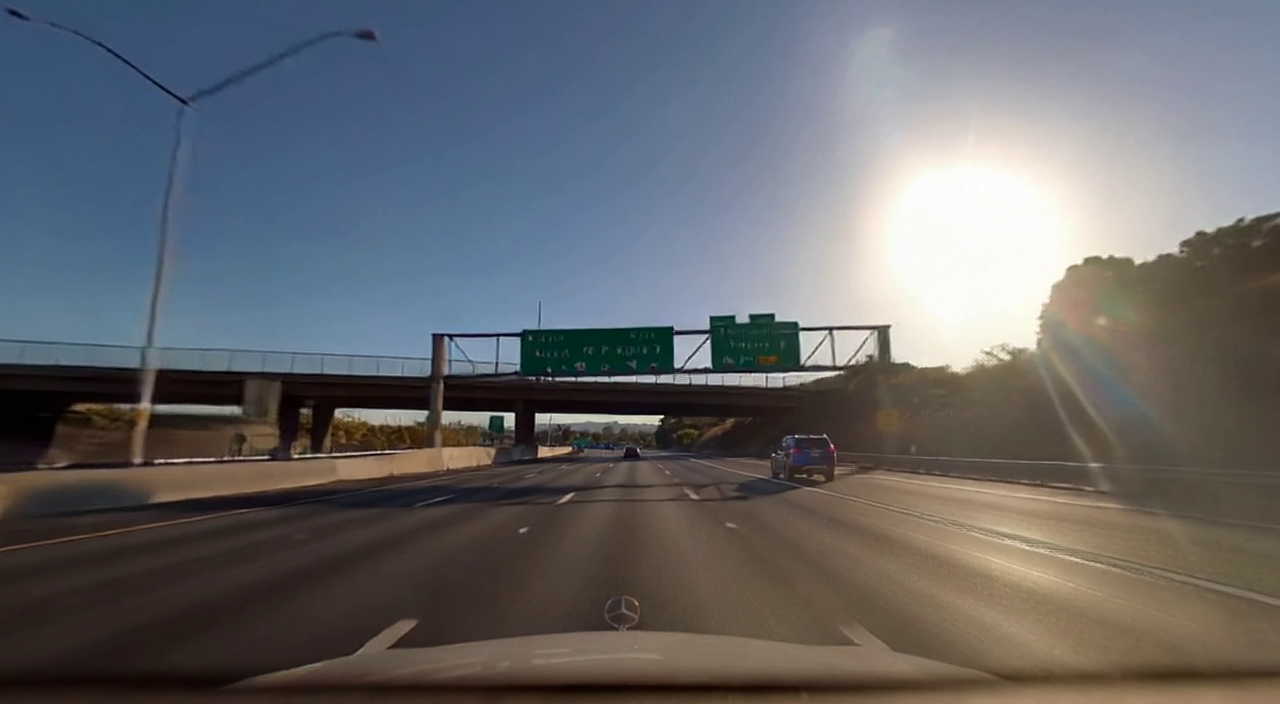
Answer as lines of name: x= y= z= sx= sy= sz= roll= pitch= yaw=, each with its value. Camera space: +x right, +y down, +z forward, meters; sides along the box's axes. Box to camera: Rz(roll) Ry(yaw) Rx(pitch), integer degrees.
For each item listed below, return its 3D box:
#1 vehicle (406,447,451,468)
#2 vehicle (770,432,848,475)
vehicle: x=-15.872 y=7.901 z=47.424 sx=1.961 sy=1.511 sz=4.018 roll=0 pitch=-9 yaw=1
vehicle: x=7.333 y=4.444 z=27.765 sx=2.091 sy=1.711 sz=4.383 roll=0 pitch=-9 yaw=-2
